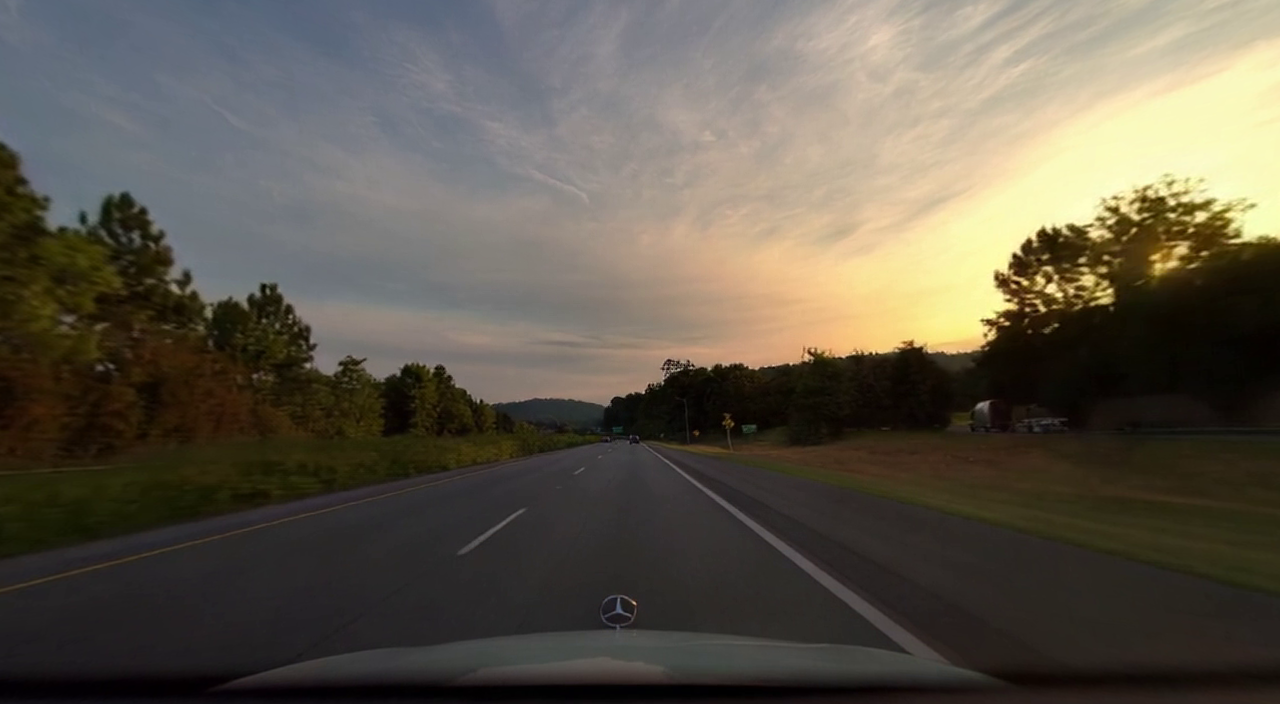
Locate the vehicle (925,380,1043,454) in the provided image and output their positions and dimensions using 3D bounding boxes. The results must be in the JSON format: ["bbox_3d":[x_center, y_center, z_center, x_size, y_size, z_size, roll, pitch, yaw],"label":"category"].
[{"bbox_3d":[20.073,3.920,37.269,2.963,3.988,5.894,1,-8,-7],"label":"vehicle"}]
